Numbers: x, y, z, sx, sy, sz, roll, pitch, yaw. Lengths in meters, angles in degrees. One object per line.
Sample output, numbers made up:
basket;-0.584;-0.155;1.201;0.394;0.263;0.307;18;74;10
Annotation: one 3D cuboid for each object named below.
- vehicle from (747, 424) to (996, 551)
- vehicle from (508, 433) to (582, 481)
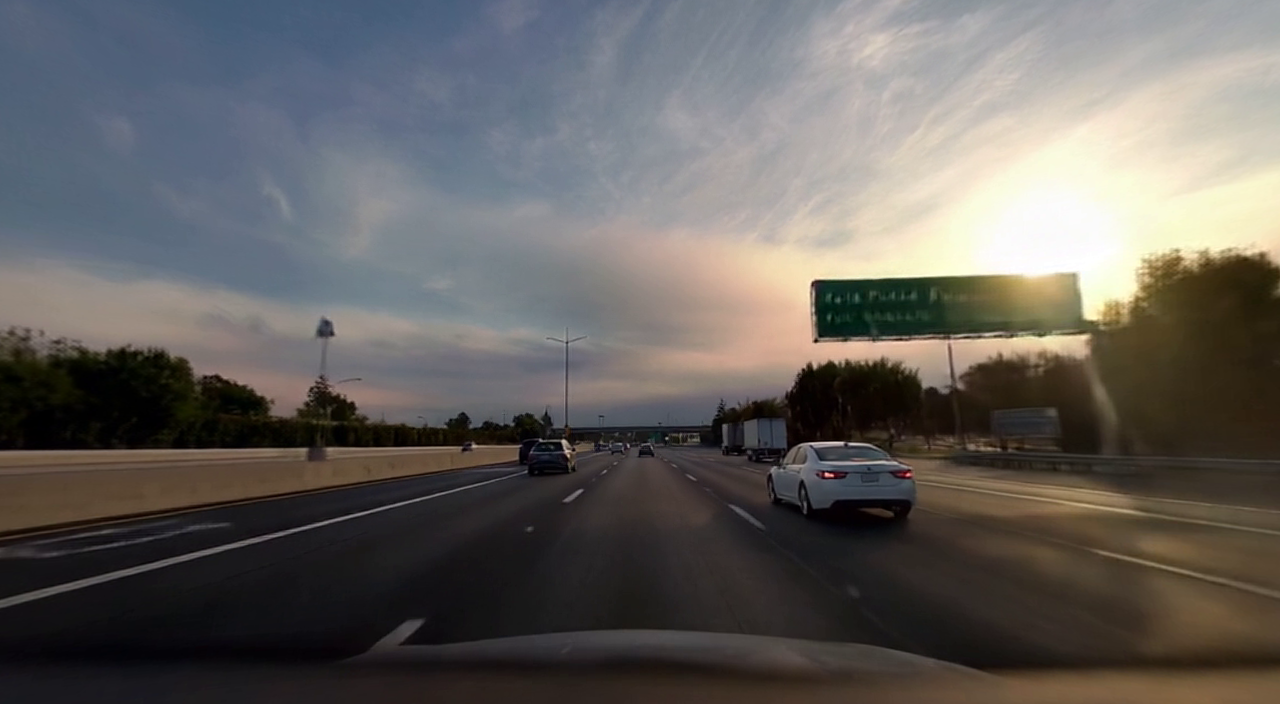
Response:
vehicle;3.304;2.047;10.360;2.107;1.550;4.949;0;-8;-1
vehicle;-3.711;4.195;25.507;2.193;1.746;4.512;0;-8;1
